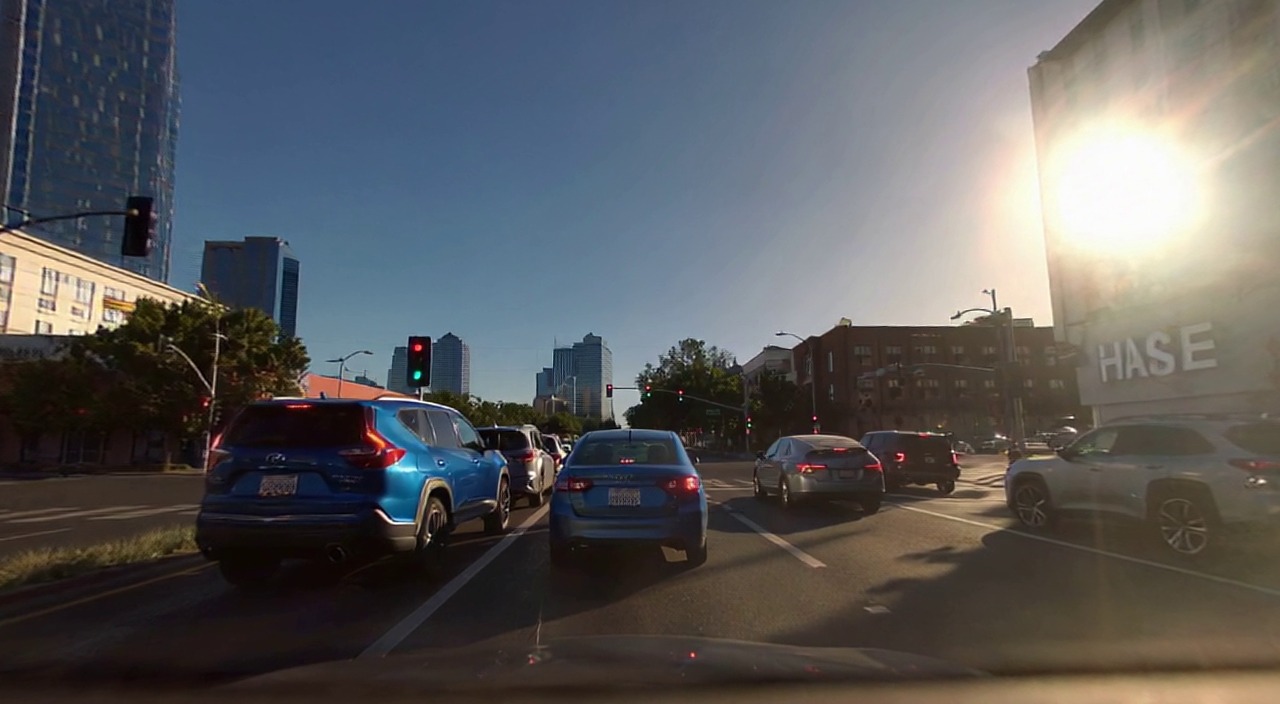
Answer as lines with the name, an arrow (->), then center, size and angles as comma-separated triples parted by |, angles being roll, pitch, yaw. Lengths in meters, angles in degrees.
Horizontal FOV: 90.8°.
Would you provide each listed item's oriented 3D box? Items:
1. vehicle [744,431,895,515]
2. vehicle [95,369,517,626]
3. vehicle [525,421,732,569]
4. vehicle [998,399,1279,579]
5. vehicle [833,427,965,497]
vehicle -> 3.591, 2.501, 13.594 | 1.861, 1.473, 4.393 | 0, -8, -1
vehicle -> -2.852, 1.384, 6.969 | 2.064, 1.825, 4.760 | 0, -8, -1
vehicle -> -0.152, 1.748, 8.461 | 2.097, 1.480, 4.006 | 0, -8, -1
vehicle -> 7.241, 1.668, 8.432 | 2.068, 1.731, 4.752 | 0, -8, -1
vehicle -> 7.035, 3.026, 17.701 | 1.894, 1.693, 4.110 | 0, -8, -1
